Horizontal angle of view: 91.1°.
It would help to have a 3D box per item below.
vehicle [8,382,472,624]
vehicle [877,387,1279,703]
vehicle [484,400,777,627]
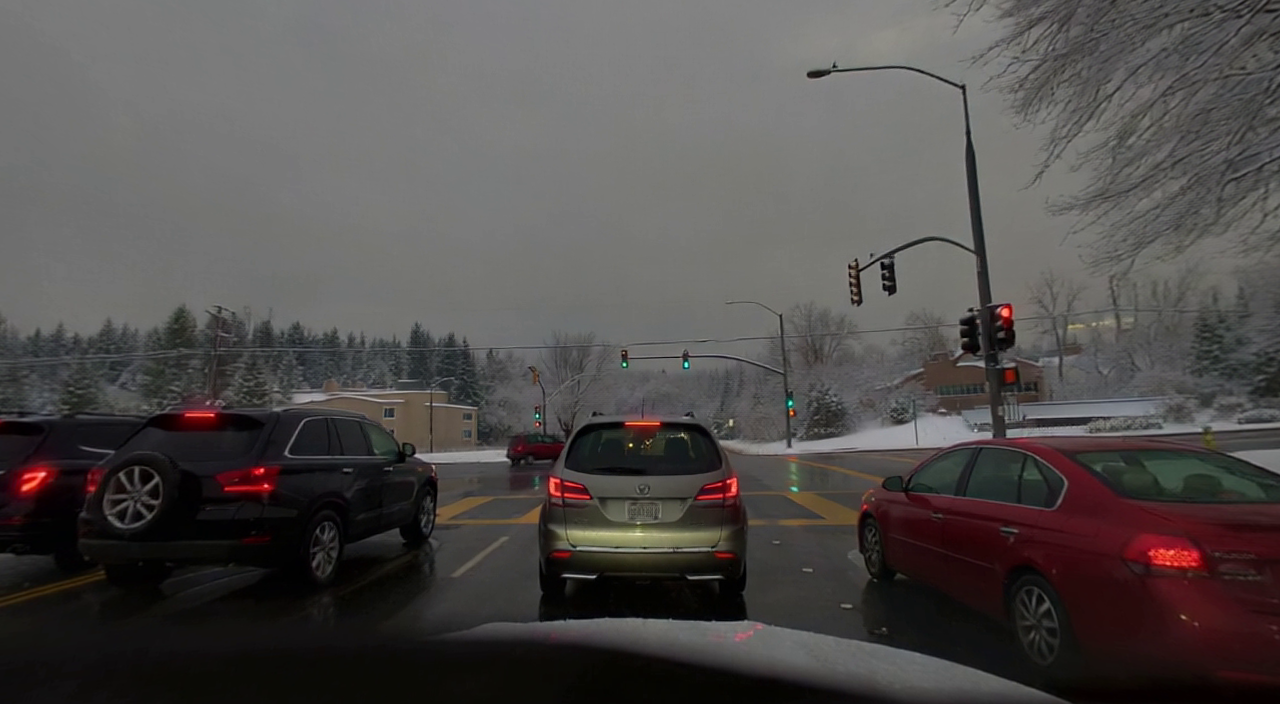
[{"bbox_3d":[-3.550,1.421,6.862,2.014,1.755,4.360,0,-8,3],"label":"vehicle"},{"bbox_3d":[3.585,1.201,4.598,2.010,1.486,4.498,0,-8,1],"label":"vehicle"},{"bbox_3d":[-0.044,1.401,6.304,2.047,1.579,3.642,0,-8,1],"label":"vehicle"}]
